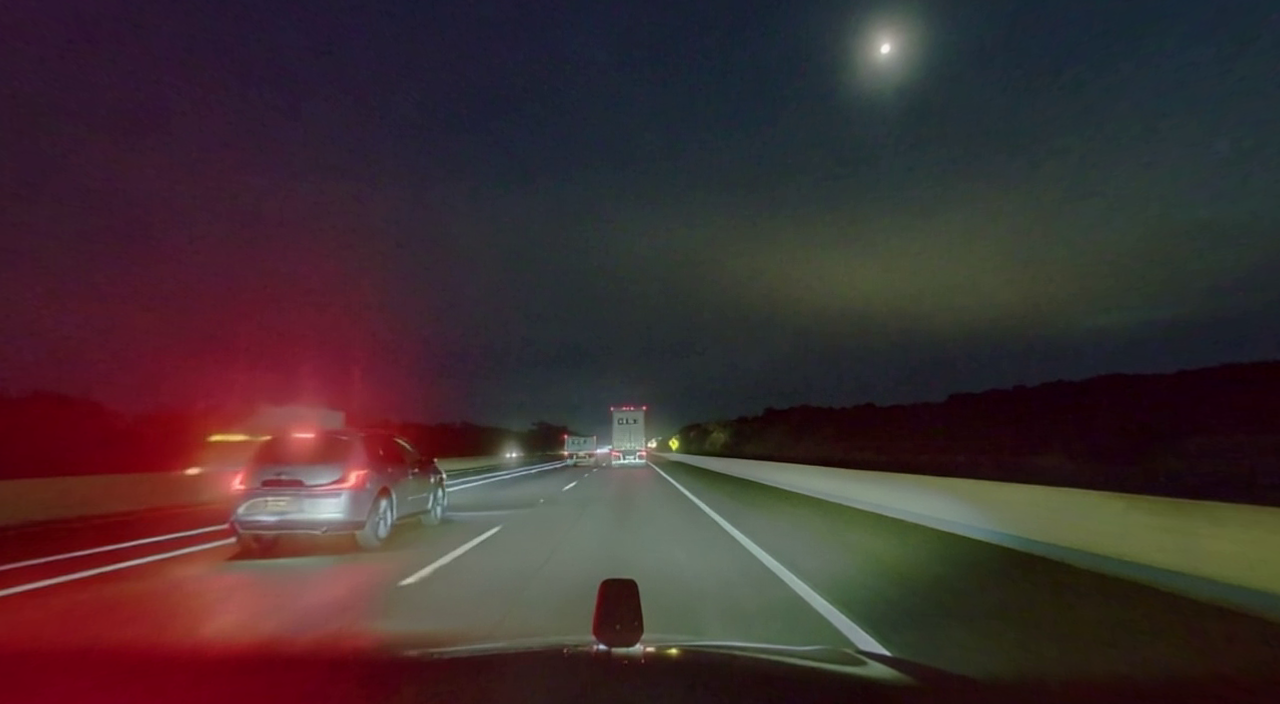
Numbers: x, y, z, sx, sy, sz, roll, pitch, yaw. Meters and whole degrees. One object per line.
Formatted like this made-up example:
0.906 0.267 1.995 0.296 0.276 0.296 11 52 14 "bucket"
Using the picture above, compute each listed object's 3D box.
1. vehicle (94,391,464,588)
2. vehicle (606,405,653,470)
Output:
-4.305 1.760 8.883 2.226 1.935 5.130 0 -9 -1 "vehicle"
-0.726 6.088 44.125 2.923 4.007 9.760 0 -9 -1 "vehicle"
